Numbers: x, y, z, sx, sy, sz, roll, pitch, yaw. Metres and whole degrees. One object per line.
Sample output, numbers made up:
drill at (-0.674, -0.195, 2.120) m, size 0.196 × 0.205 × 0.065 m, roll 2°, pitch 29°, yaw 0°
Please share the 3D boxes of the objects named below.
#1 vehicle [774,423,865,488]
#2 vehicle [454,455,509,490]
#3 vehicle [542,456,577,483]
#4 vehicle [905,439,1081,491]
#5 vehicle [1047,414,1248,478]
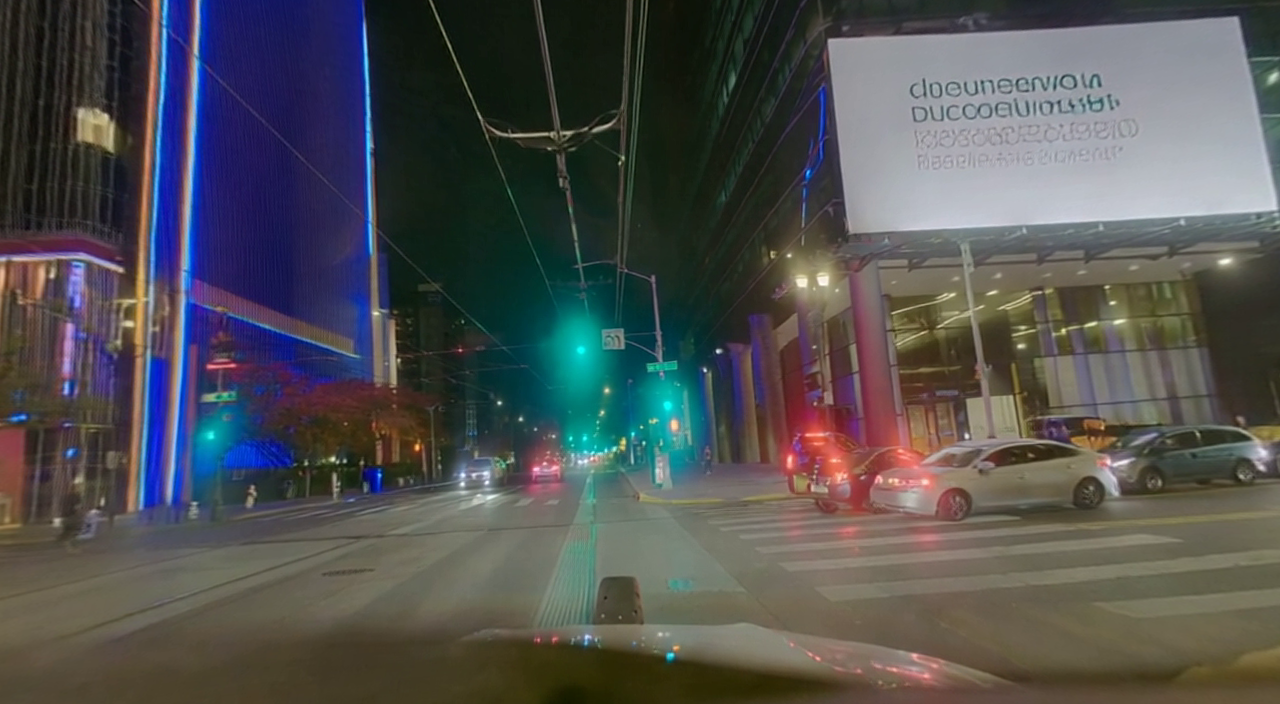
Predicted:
vehicle at (7.295, 4.204, 26.232) m, size 2.316 × 2.425 × 4.466 m, roll 1°, pitch -7°, yaw -2°
vehicle at (-8.846, 6.742, 35.688) m, size 2.121 × 1.792 × 4.510 m, roll 0°, pitch -9°, yaw -2°
vehicle at (-4.953, 7.283, 39.300) m, size 1.797 × 1.490 × 4.549 m, roll 0°, pitch -9°, yaw -3°
vehicle at (11.185, 3.572, 20.166) m, size 4.697 × 1.510 × 1.596 m, roll 0°, pitch -9°, yaw -5°
vehicle at (16.541, 3.092, 20.774) m, size 4.944 × 1.946 × 1.952 m, roll 1°, pitch -9°, yaw -3°
